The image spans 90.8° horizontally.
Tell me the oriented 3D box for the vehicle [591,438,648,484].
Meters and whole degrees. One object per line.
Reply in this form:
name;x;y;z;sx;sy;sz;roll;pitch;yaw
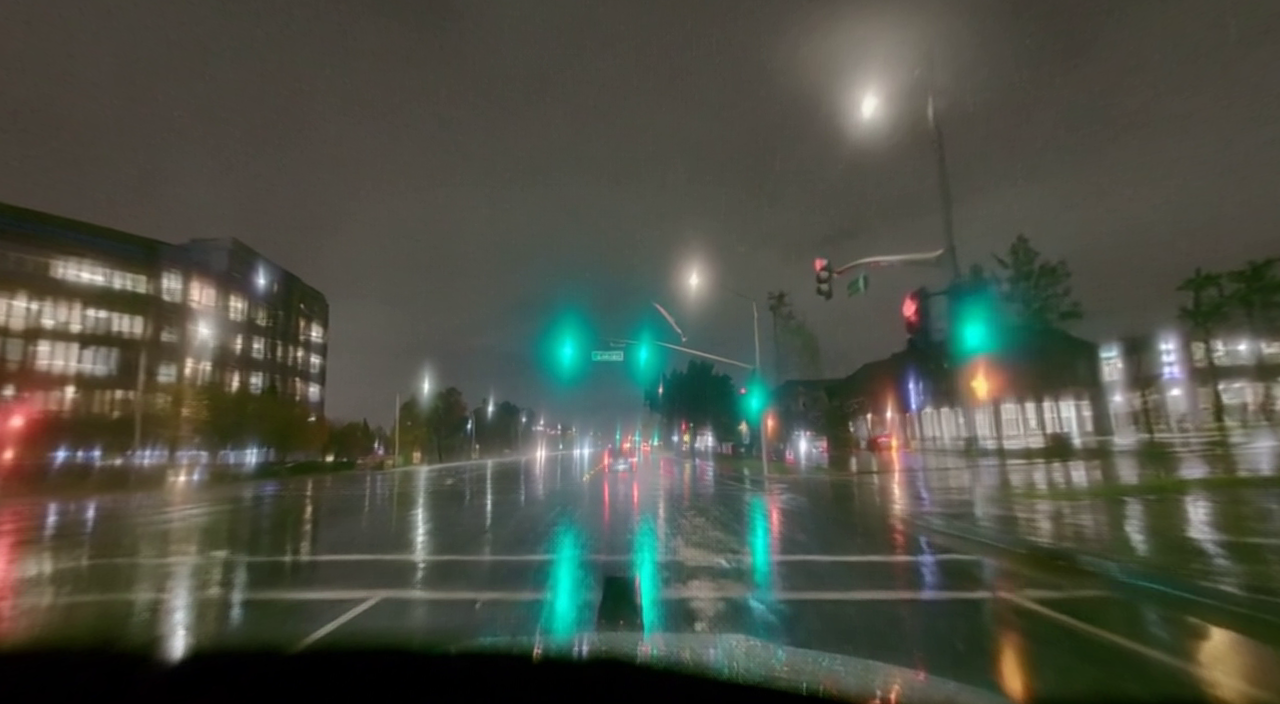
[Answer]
vehicle;-0.831;4.371;25.608;2.130;1.711;4.038;0;-9;-2
